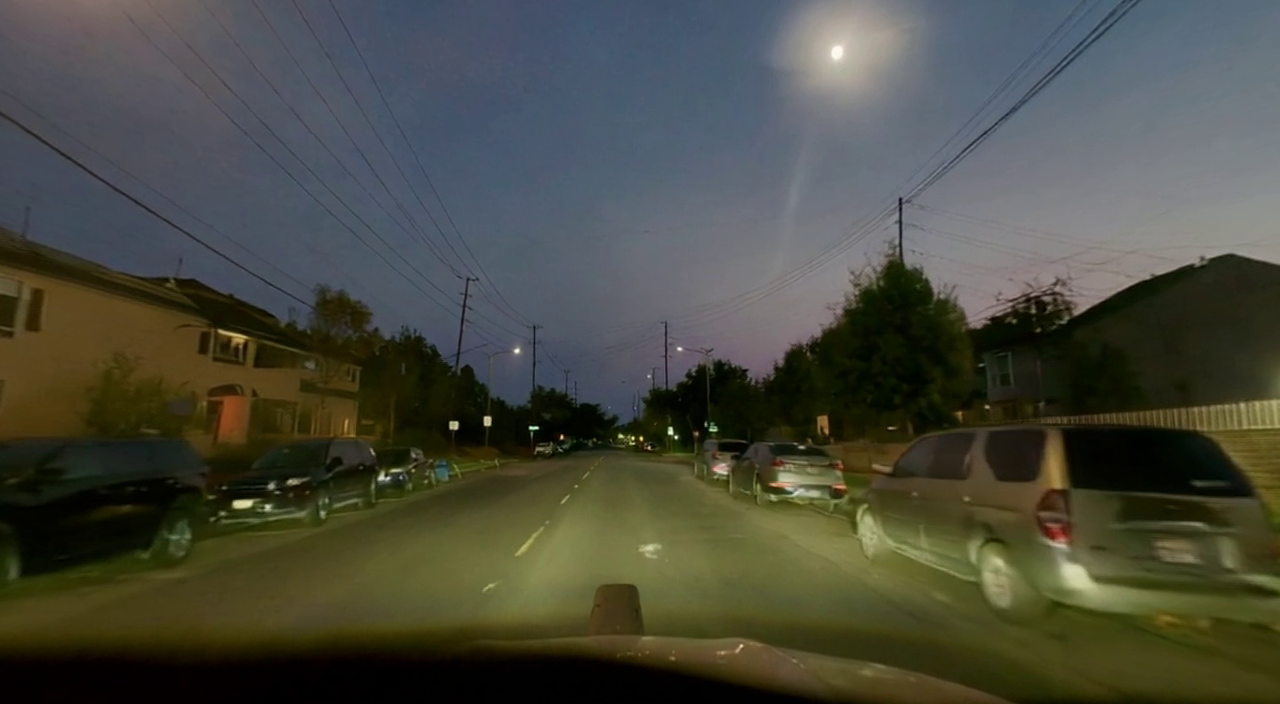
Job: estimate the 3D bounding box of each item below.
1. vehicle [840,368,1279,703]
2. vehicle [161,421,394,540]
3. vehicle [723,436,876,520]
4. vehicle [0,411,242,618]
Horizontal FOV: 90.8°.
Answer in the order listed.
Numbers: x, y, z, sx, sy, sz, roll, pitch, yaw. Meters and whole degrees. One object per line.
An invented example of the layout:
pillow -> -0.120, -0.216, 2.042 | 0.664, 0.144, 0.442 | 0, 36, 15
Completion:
vehicle -> 3.352, 1.263, 5.310 | 1.936, 1.756, 4.127 | 0, -9, -1
vehicle -> -6.710, 2.372, 12.460 | 1.992, 1.853, 4.561 | -1, -8, -2
vehicle -> 3.299, 2.715, 14.235 | 1.895, 1.537, 4.844 | 1, -9, -4
vehicle -> -6.490, 1.569, 6.614 | 1.988, 1.734, 4.400 | -1, -8, -4
